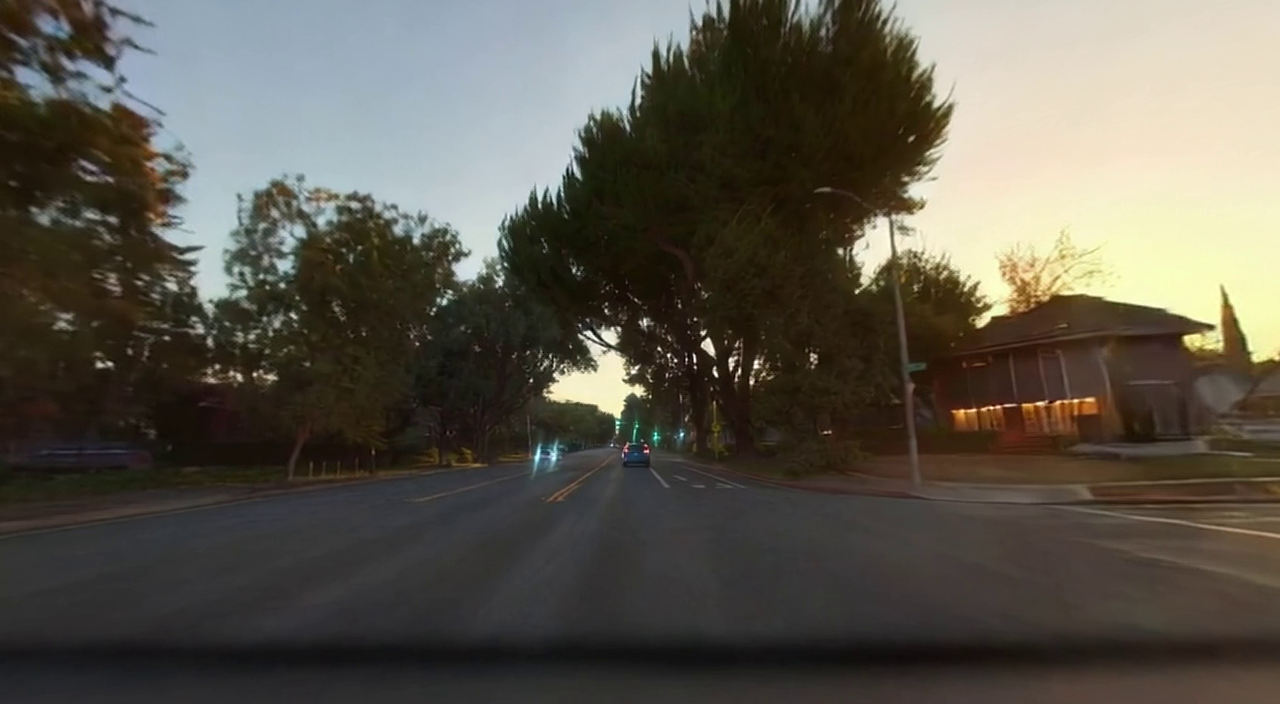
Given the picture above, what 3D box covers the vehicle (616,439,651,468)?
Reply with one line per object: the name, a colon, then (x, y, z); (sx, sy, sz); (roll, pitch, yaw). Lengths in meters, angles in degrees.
vehicle: (-0.487, 6.813, 42.612); (2.230, 1.827, 4.298); (0, -8, -2)
